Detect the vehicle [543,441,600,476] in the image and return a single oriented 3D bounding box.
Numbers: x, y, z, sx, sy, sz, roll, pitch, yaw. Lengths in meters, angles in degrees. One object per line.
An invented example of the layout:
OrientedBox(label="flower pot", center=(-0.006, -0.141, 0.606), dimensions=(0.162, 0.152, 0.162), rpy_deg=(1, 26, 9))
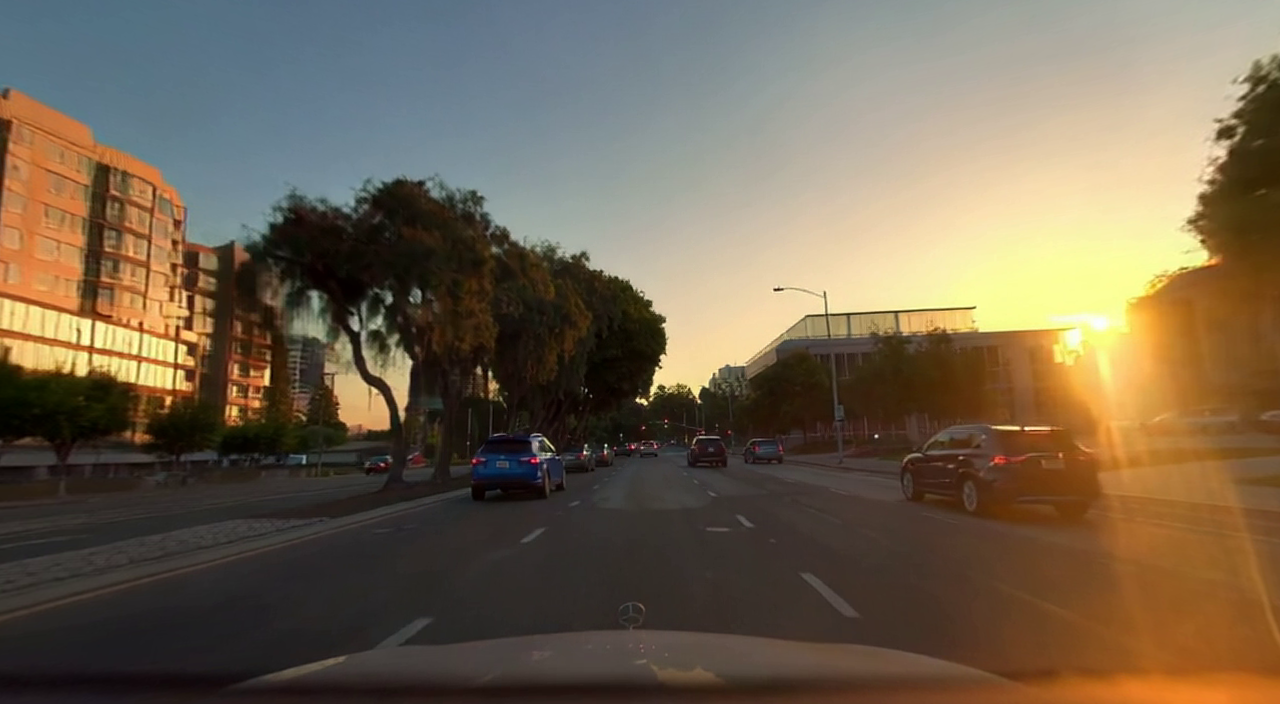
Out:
OrientedBox(label="vehicle", center=(-3.138, 4.977, 29.630), dimensions=(2.036, 1.465, 4.301), rpy_deg=(-1, -9, 2))

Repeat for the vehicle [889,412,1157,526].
OrientedBox(label="vehicle", center=(6.586, 2.081, 11.662), dimensions=(2.088, 1.666, 4.512), rpy_deg=(0, -9, 0))

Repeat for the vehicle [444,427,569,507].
OrientedBox(label="vehicle", center=(-3.174, 2.850, 16.028), dimensions=(2.141, 1.719, 4.379), rpy_deg=(-1, -9, 1))

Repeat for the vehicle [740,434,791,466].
OrientedBox(label="vehicle", center=(7.481, 5.922, 38.053), dimensions=(2.076, 1.793, 4.464), rpy_deg=(0, -9, -1))

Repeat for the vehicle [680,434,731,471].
OrientedBox(label="vehicle", center=(3.376, 5.292, 33.366), dimensions=(2.178, 1.804, 4.766), rpy_deg=(0, -9, 0))

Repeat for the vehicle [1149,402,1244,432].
OrientedBox(label="vehicle", center=(40.589, 4.836, 46.180), dimensions=(2.022, 1.925, 5.391), rpy_deg=(0, -9, 0))
